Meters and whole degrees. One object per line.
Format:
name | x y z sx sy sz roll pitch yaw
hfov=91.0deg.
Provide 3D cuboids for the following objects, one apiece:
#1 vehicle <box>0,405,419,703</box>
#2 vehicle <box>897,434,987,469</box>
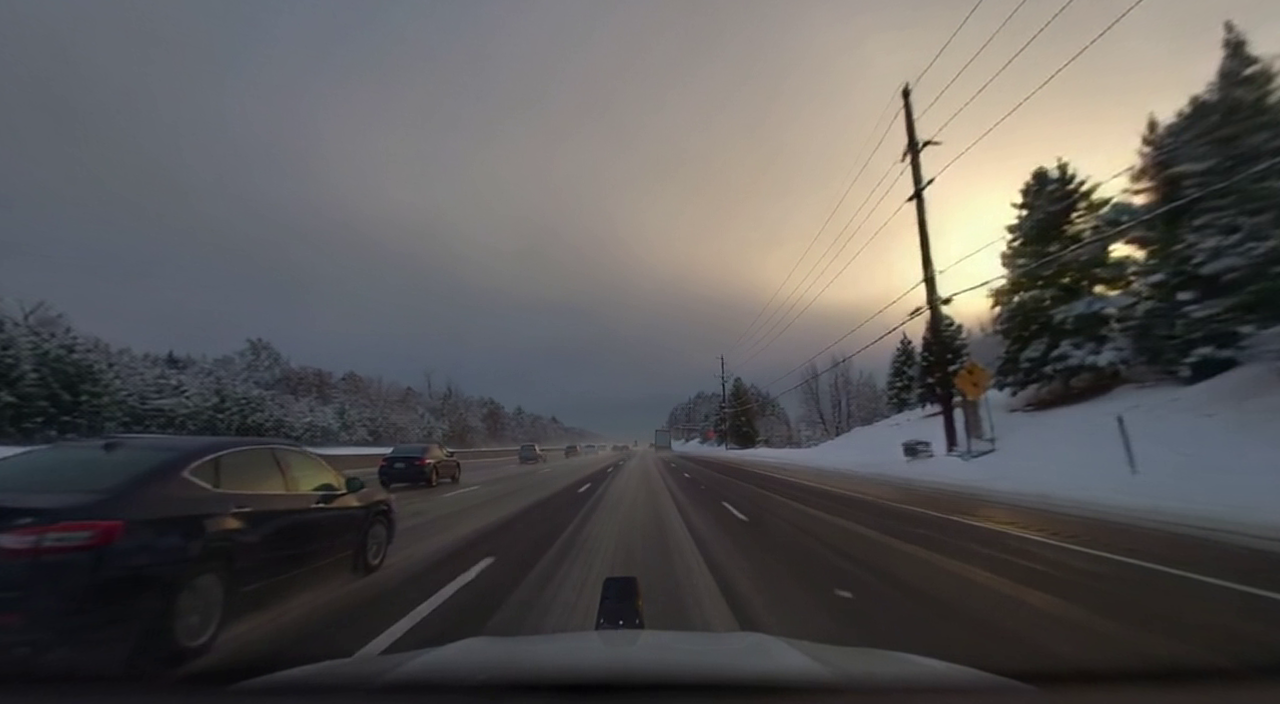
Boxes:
vehicle | -3.616 1.312 4.704 2.045 1.532 4.954 0 -9 1
vehicle | 18.214 6.035 38.439 2.272 1.938 5.988 0 -9 -3
